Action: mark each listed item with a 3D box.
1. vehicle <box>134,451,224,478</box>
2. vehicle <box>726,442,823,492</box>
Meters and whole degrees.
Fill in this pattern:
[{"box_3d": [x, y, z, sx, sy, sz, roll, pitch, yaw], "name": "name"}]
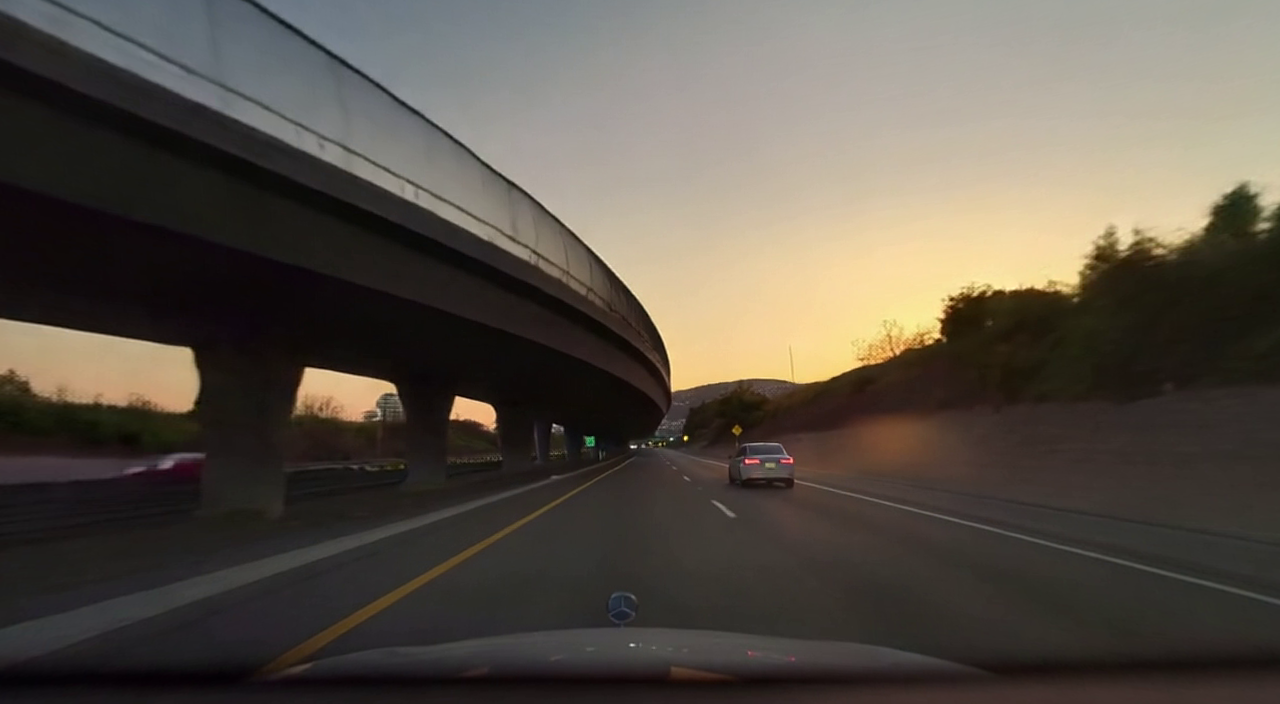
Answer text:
[{"box_3d": [-28.877, 7.035, 39.525, 1.906, 1.518, 4.817, 0, -8, 1], "name": "vehicle"}, {"box_3d": [4.125, 3.588, 20.062, 2.124, 1.405, 4.398, 0, -8, 0], "name": "vehicle"}]
